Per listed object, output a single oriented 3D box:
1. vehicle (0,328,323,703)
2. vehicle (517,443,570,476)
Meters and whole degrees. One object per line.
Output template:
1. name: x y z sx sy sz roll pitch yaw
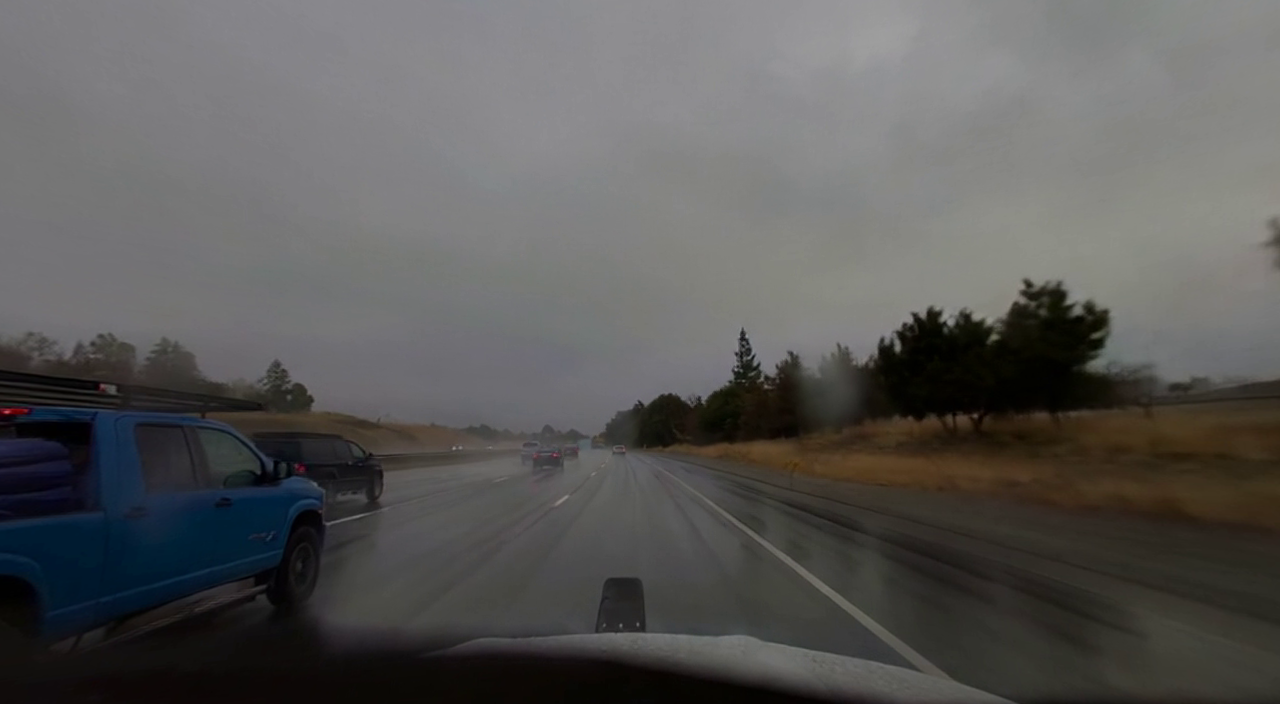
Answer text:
1. vehicle: -3.822 0.820 2.725 2.200 1.807 5.041 0 -9 1
2. vehicle: -4.751 5.370 31.687 2.012 1.509 4.359 0 -9 -1
